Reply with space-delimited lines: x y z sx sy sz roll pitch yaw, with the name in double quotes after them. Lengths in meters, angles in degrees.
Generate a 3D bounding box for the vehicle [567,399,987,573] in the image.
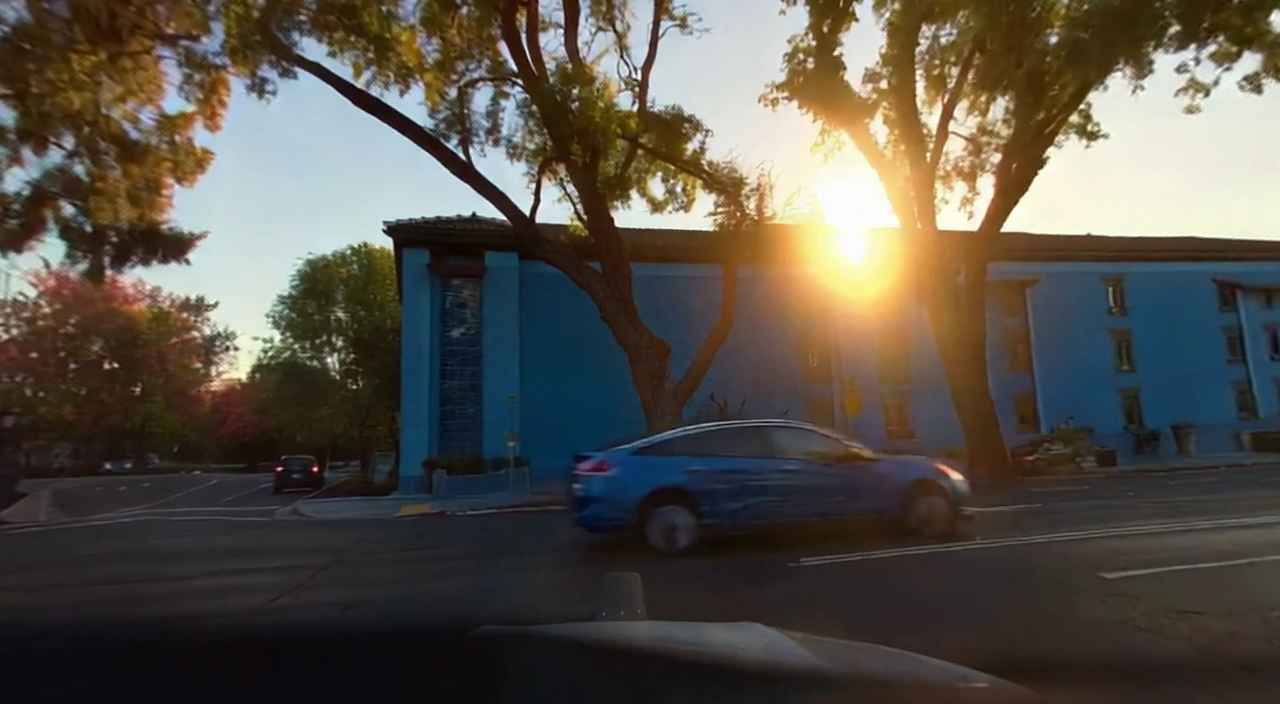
1.562 1.563 7.989 4.557 1.677 2.337 2 -9 -17 "vehicle"
